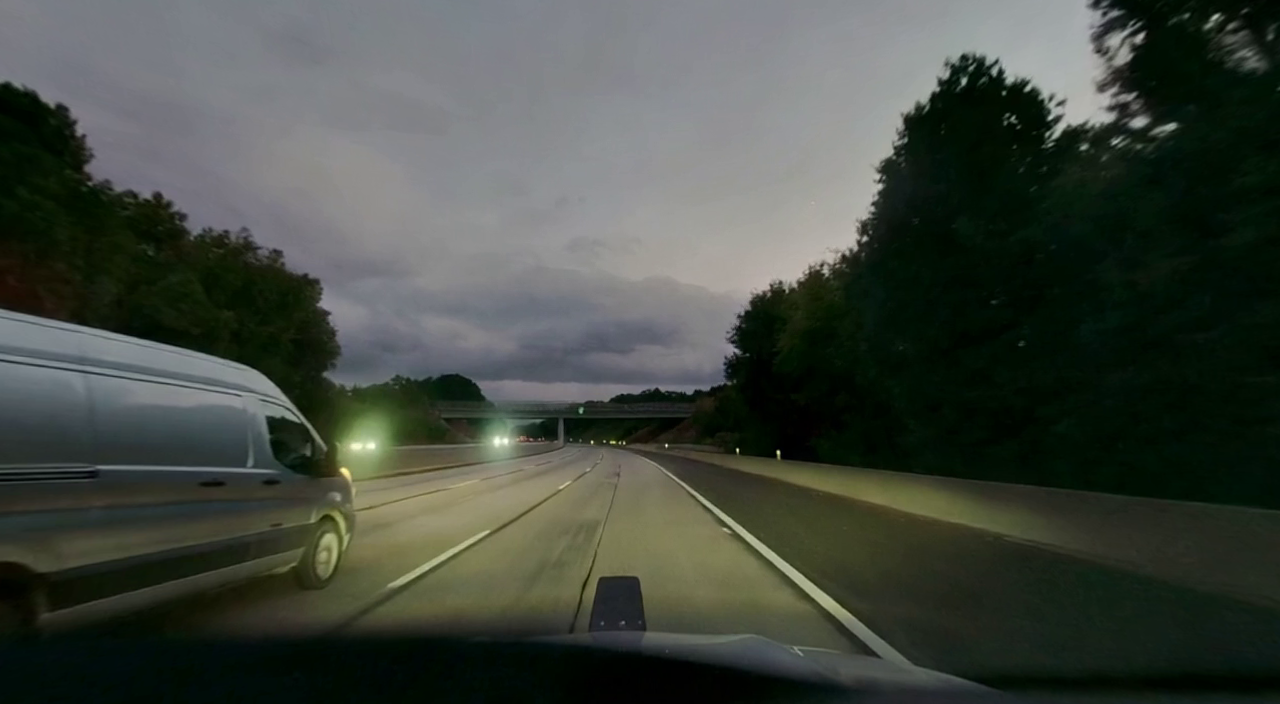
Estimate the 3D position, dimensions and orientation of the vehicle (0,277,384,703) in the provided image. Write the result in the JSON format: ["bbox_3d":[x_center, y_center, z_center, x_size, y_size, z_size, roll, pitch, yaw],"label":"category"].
[{"bbox_3d":[-3.593,0.801,3.213,2.372,1.891,5.061,0,-8,1],"label":"vehicle"}]

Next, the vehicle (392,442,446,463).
[{"bbox_3d":[-13.816,6.280,39.612,2.053,1.233,4.093,0,-8,-1],"label":"vehicle"}]
